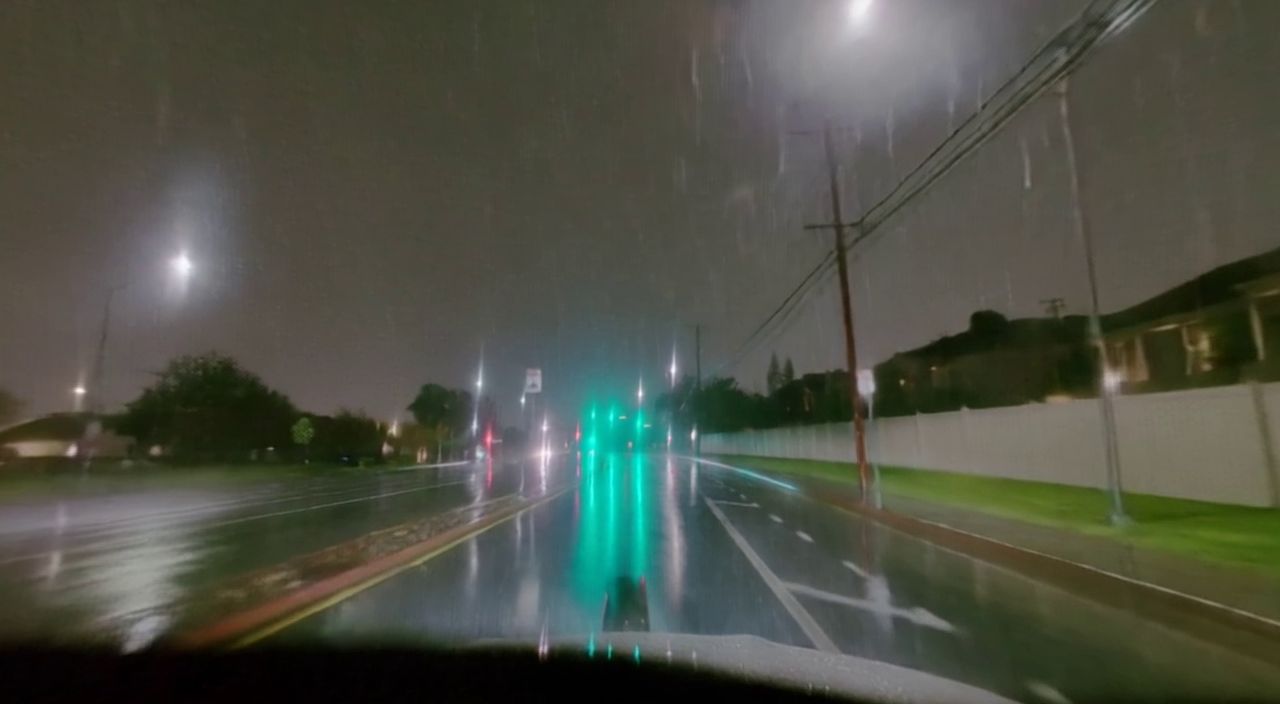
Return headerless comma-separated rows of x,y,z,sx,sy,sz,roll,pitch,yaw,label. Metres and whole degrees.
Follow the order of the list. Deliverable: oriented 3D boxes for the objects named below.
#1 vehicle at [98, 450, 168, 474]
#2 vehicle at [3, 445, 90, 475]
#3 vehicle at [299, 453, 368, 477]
-34.867,7.554,43.465,1.755,1.572,3.610,0,-8,1,vehicle
-39.881,7.233,42.453,1.948,1.790,3.851,0,-6,4,vehicle
-21.325,7.840,44.099,1.919,1.497,5.140,-1,-8,4,vehicle
